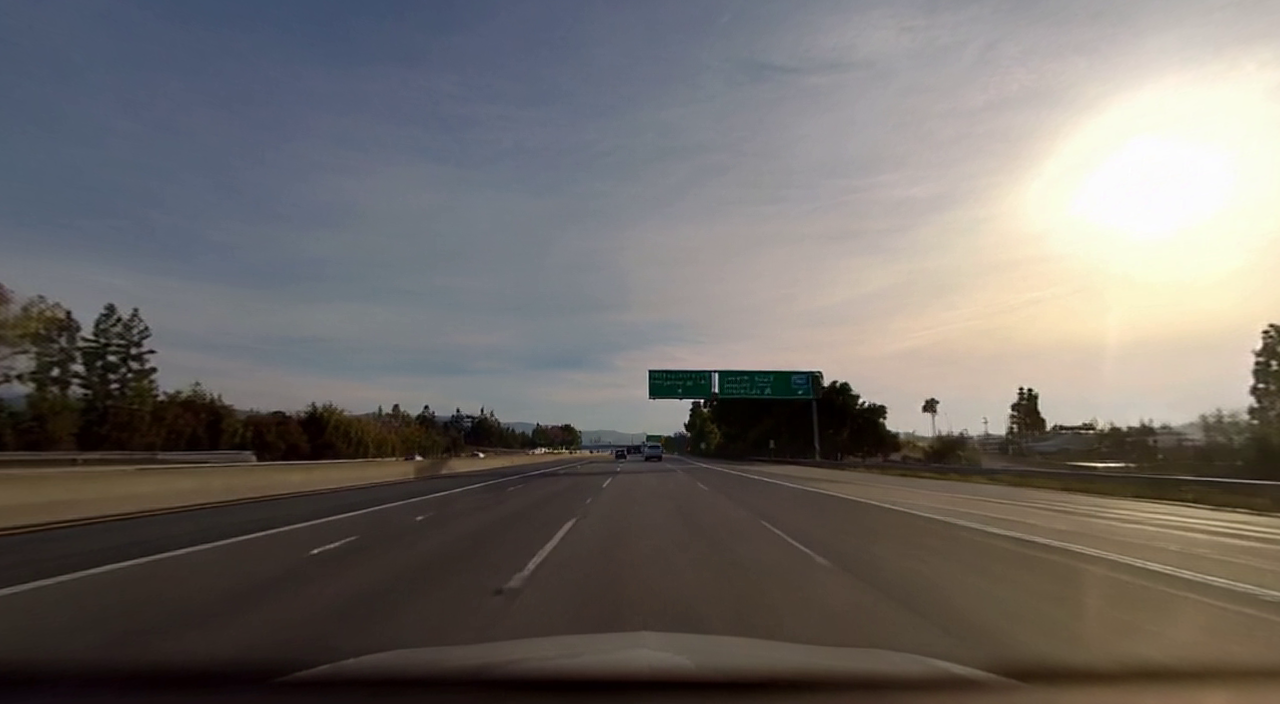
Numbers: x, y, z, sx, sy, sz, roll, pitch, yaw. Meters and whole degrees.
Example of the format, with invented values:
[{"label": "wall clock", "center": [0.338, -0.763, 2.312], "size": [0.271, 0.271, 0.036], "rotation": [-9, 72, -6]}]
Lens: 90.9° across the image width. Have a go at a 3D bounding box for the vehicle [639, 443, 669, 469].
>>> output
[{"label": "vehicle", "center": [1.073, 8.117, 49.513], "size": [2.219, 1.927, 4.409], "rotation": [0, -9, 0]}]
